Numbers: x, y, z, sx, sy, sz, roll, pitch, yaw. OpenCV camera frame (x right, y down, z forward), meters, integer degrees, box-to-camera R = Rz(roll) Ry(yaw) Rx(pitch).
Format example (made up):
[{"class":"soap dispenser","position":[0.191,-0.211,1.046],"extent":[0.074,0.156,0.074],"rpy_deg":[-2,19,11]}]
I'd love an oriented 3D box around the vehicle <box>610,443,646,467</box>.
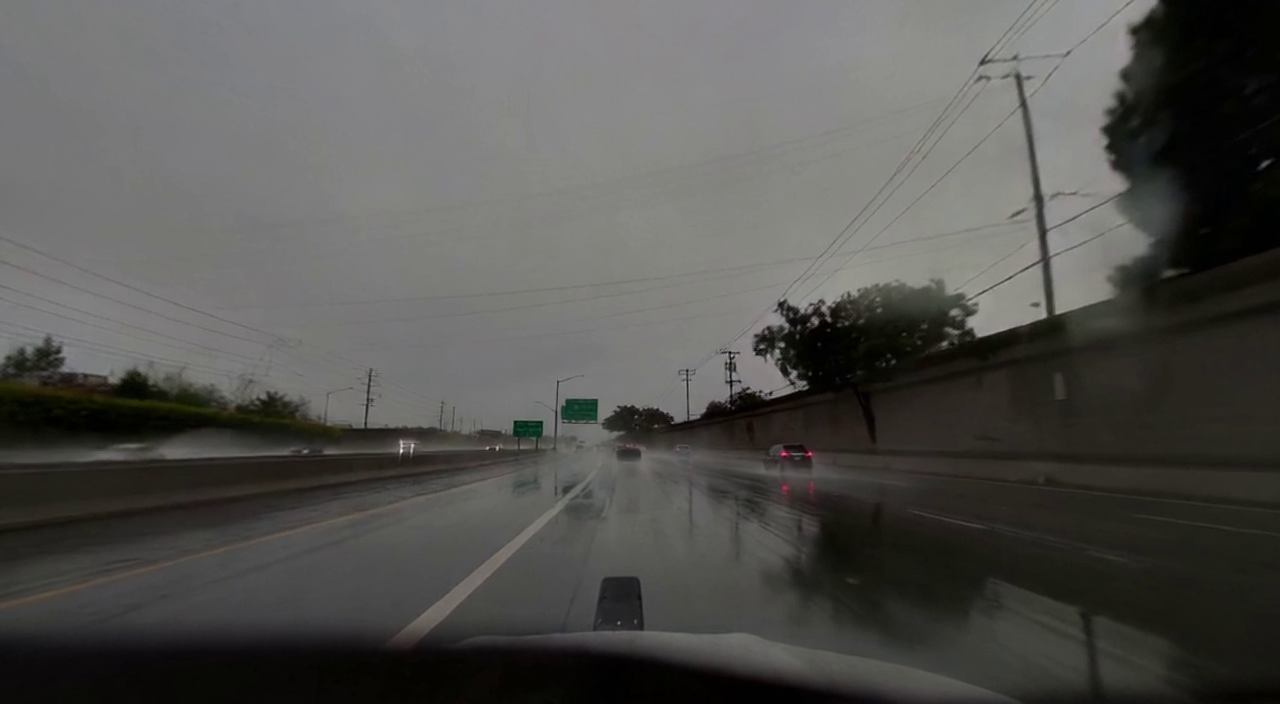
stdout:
[{"class":"vehicle","position":[-0.825,6.626,40.825],"extent":[2.109,1.489,4.027],"rpy_deg":[0,-9,-4]}]

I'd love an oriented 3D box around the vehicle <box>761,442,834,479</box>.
[{"class":"vehicle","position":[6.670,4.626,27.234],"extent":[1.876,1.451,4.154],"rpy_deg":[0,-9,-3]}]

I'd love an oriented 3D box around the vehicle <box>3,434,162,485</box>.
[{"class":"vehicle","position":[-20.355,3.935,23.424],"extent":[1.901,1.689,4.398],"rpy_deg":[0,-9,-2]}]
